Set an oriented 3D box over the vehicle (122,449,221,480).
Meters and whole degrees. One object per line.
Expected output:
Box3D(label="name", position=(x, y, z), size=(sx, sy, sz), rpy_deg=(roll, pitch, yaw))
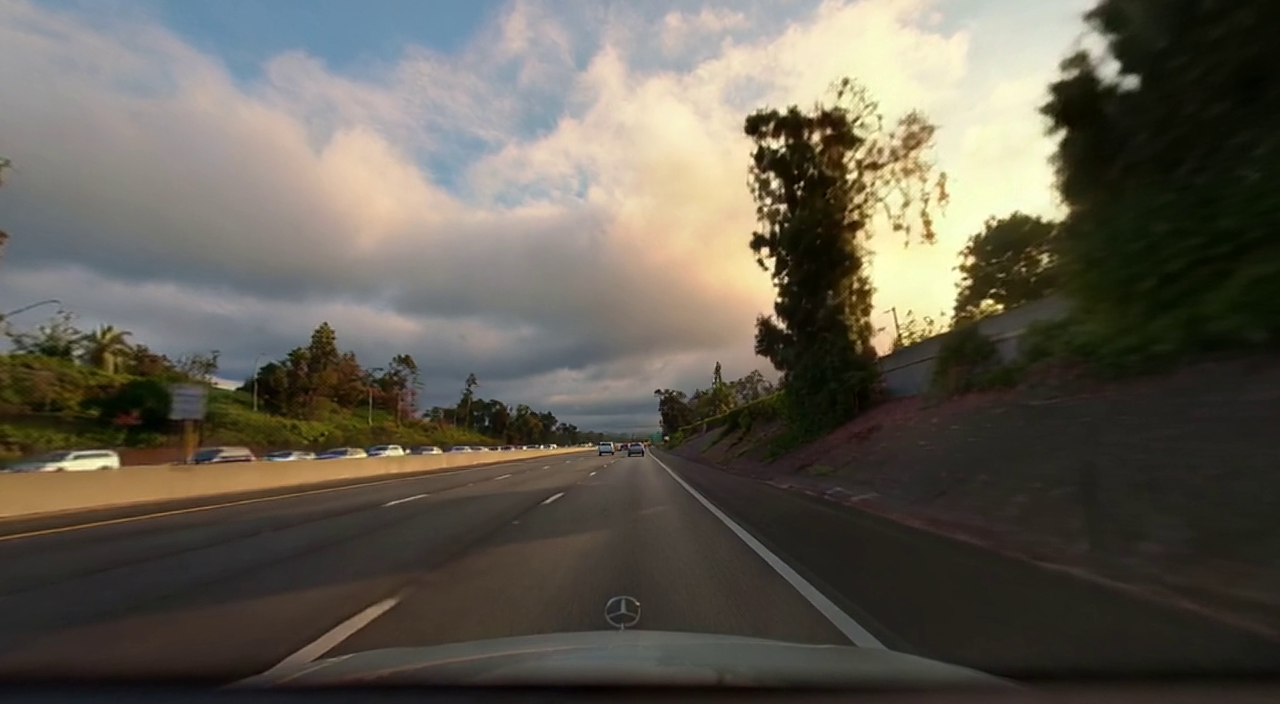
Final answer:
Box3D(label="vehicle", position=(-25.970, 6.230, 35.153), size=(1.949, 1.620, 4.581), rpy_deg=(0, -9, 1))
